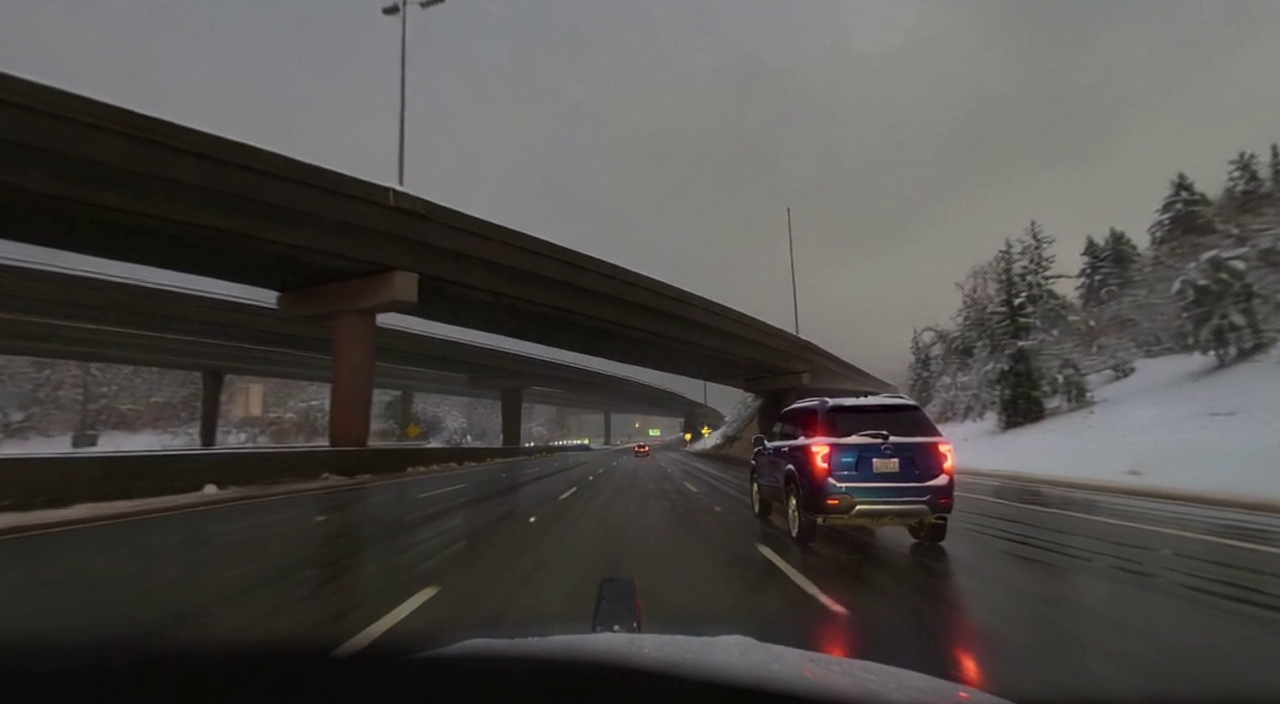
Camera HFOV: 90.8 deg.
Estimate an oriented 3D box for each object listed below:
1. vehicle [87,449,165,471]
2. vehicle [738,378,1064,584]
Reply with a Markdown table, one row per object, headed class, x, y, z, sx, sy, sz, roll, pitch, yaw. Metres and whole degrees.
| class | x | y | z | sx | sy | sz | roll | pitch | yaw |
| --- | --- | --- | --- | --- | --- | --- | --- | --- | --- |
| vehicle | -38.179 | 8.026 | 47.099 | 1.831 | 1.480 | 4.817 | 0 | -9 | -2 |
| vehicle | 2.869 | 1.588 | 8.539 | 2.155 | 1.918 | 4.945 | 0 | -9 | -1 |
